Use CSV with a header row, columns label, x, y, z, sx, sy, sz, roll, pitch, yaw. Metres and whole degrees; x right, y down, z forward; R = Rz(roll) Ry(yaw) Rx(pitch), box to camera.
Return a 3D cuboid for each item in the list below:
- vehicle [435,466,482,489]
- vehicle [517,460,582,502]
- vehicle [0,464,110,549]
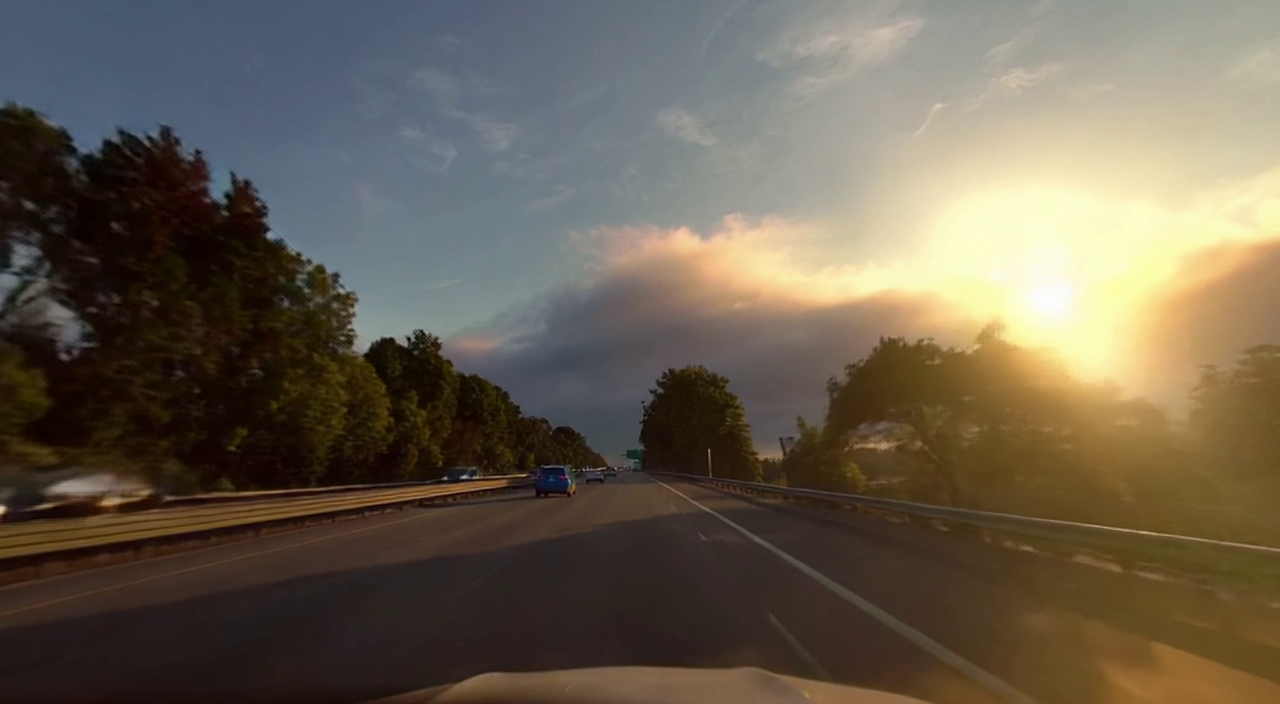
label,x,y,z,sx,sy,sz,roll,pitch,yaw
vehicle,-12.771,8.852,44.691,2.012,1.522,4.405,1,-10,0
vehicle,-3.757,5.480,27.009,2.068,1.592,4.479,1,-10,0
vehicle,-12.670,2.826,11.551,1.939,1.525,4.481,1,-10,0
